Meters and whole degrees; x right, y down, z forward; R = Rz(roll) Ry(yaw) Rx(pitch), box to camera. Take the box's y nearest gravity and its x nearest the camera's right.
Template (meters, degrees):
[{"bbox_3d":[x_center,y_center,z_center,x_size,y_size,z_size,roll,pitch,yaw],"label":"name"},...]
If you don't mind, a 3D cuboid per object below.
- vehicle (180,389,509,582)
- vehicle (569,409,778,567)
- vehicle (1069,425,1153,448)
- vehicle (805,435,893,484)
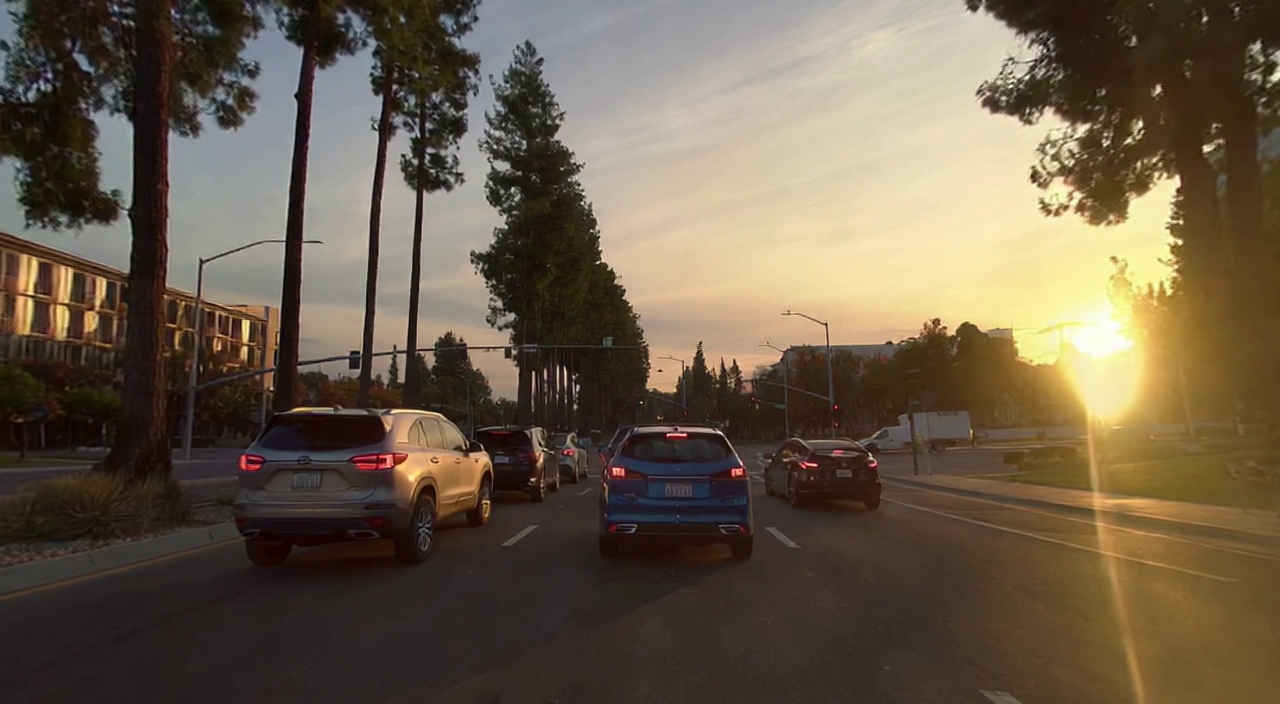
[{"bbox_3d":[-3.251,1.580,8.197,2.085,1.812,4.388,0,-8,1],"label":"vehicle"},{"bbox_3d":[0.384,1.746,8.776,2.189,1.649,4.171,0,-8,1],"label":"vehicle"},{"bbox_3d":[34.118,6.167,45.754,4.632,1.580,1.801,-5,-10,31],"label":"vehicle"},{"bbox_3d":[7.440,3.855,22.907,2.067,1.599,4.251,-1,-8,5],"label":"vehicle"}]
